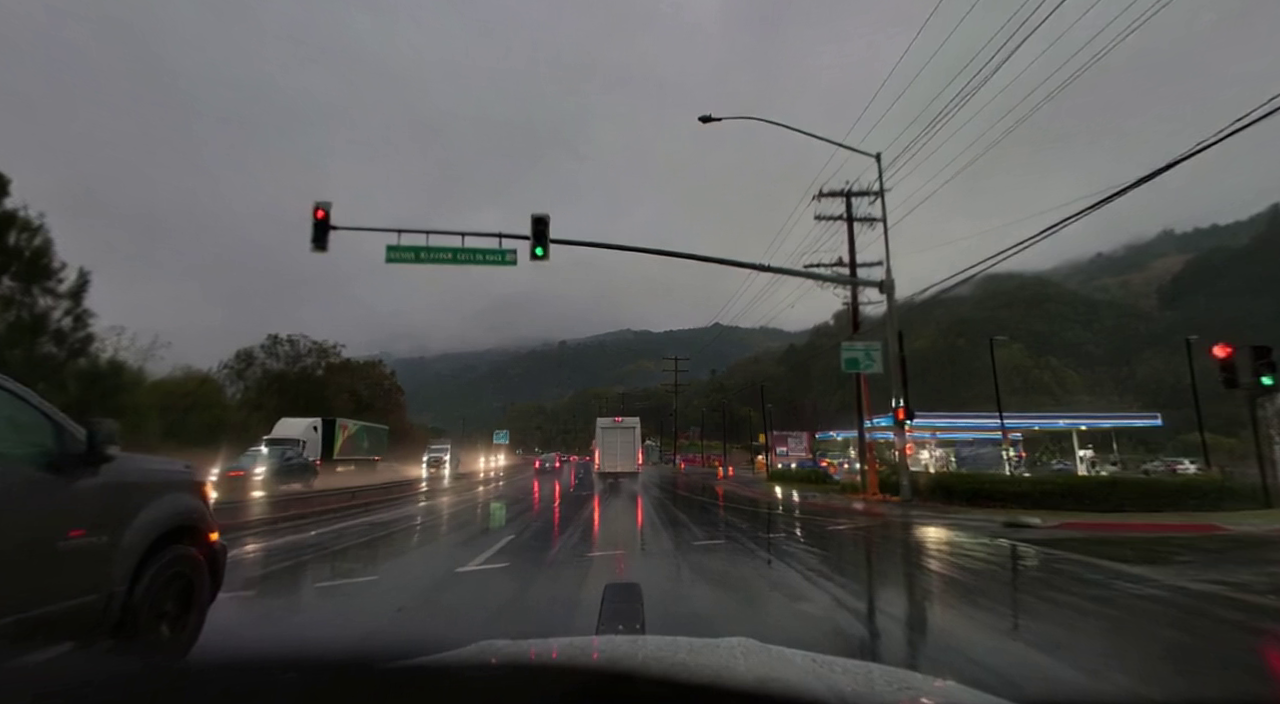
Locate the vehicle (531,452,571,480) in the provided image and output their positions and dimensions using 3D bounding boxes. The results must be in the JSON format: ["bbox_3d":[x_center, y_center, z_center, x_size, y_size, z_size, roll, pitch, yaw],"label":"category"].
[{"bbox_3d":[-5.196,6.726,37.460,1.972,1.496,4.150,0,-9,-3],"label":"vehicle"}]

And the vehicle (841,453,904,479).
[{"bbox_3d":[18.239,8.871,49.404,5.424,1.844,2.255,7,-11,-41],"label":"vehicle"}]

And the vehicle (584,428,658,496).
[{"bbox_3d":[-0.782,4.116,24.082,2.486,2.280,5.291,0,-9,-3],"label":"vehicle"}]

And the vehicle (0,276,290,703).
[{"bbox_3d":[-3.760,0.579,1.653,2.345,2.012,5.693,0,-8,1],"label":"vehicle"}]

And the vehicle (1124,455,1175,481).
[{"bbox_3d":[34.068,7.687,42.205,3.770,1.581,1.764,7,-11,-39],"label":"vehicle"}]

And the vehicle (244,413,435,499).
[{"bbox_3d":[-10.565,4.116,23.517,3.491,2.435,7.610,3,-14,-2],"label":"vehicle"}]
